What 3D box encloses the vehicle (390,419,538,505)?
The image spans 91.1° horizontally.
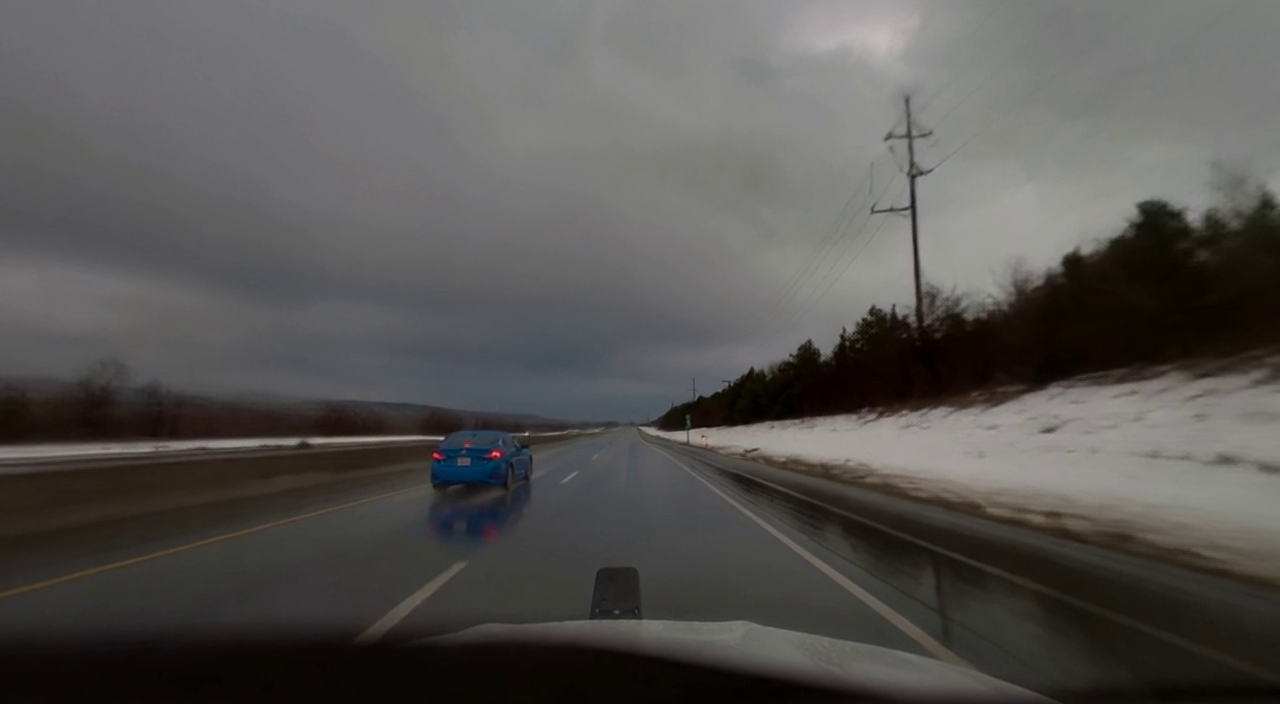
[{"bbox_3d":[-3.503,2.256,13.365,1.999,1.536,3.969,0,-8,0],"label":"vehicle"}]
